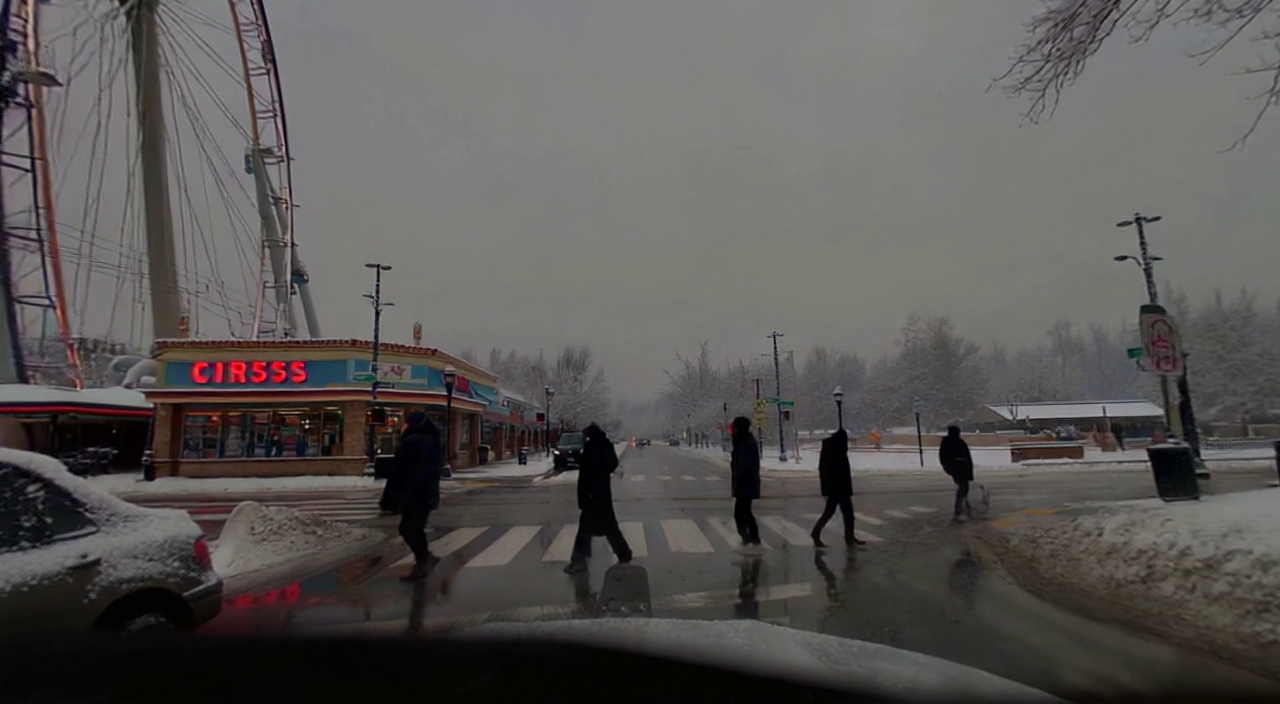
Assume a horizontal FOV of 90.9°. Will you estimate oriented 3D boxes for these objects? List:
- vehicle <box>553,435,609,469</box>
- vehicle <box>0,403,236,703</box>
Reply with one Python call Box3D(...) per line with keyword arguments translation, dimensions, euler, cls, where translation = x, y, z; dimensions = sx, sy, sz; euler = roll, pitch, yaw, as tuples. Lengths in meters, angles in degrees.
Box3D(translation=(-3.875, 6.375, 40.251), dimensions=(2.549, 2.000, 5.699), euler=(2, -9, -15), cls="vehicle")
Box3D(translation=(-3.374, 0.785, 1.183), dimensions=(1.940, 1.505, 4.676), euler=(-1, -9, 3), cls="vehicle")
